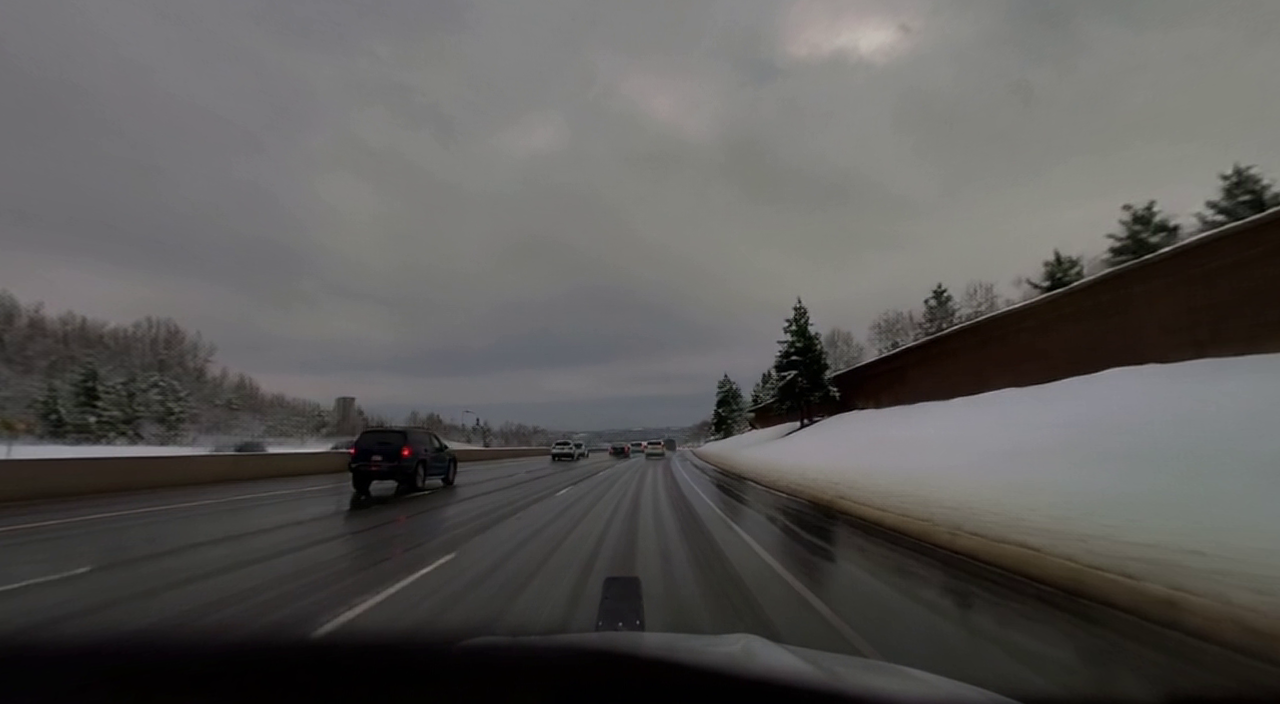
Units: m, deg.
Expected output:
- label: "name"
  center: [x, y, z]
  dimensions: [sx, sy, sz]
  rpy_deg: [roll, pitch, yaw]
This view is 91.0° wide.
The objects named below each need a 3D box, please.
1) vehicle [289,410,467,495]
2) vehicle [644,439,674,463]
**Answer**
- label: "vehicle"
  center: [-6.955, 2.787, 17.680]
  dimensions: [2.438, 1.967, 5.596]
  rpy_deg: [0, -8, 2]
- label: "vehicle"
  center: [1.420, 7.359, 46.815]
  dimensions: [2.141, 1.706, 4.065]
  rpy_deg: [0, -8, 2]
